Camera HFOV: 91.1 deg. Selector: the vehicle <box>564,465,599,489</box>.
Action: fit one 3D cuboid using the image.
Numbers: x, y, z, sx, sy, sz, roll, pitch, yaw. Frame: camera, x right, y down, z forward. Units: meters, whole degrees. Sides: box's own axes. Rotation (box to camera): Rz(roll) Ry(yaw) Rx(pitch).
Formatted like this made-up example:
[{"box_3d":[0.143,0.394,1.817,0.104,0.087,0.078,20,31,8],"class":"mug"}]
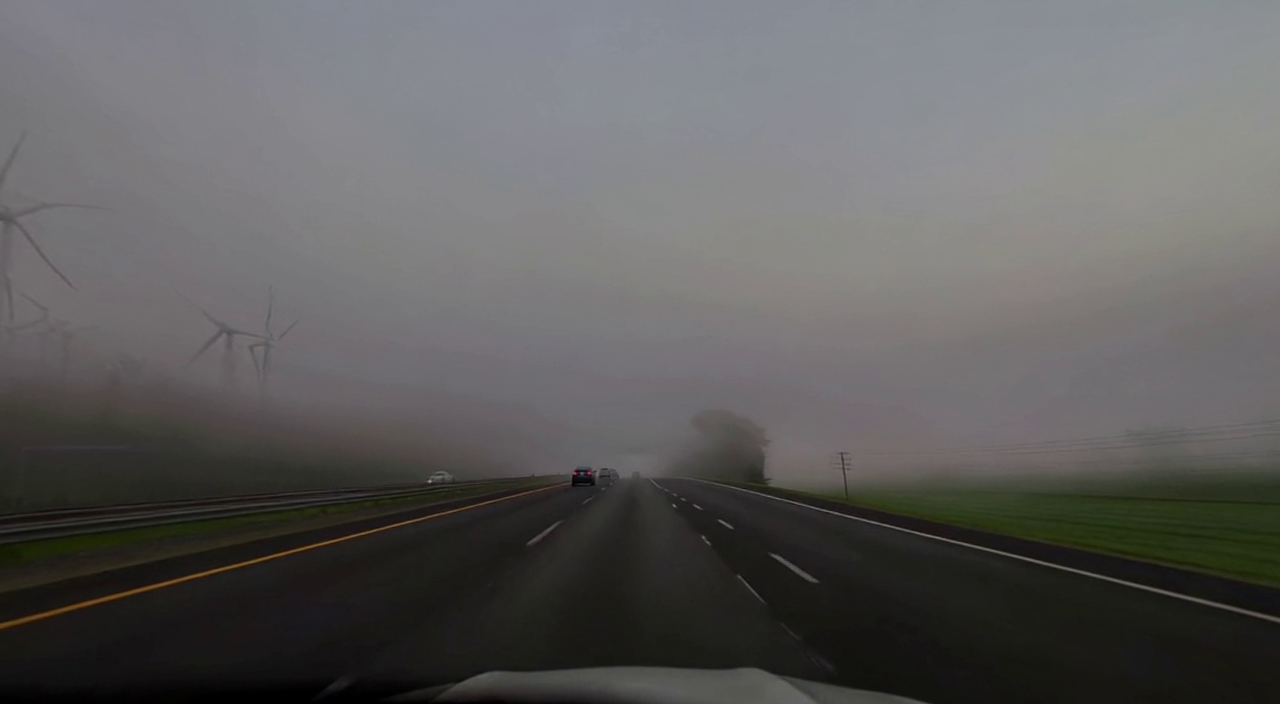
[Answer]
[{"box_3d":[-3.897,8.397,42.337,2.001,1.486,4.104,1,-10,-1],"class":"vehicle"}]
